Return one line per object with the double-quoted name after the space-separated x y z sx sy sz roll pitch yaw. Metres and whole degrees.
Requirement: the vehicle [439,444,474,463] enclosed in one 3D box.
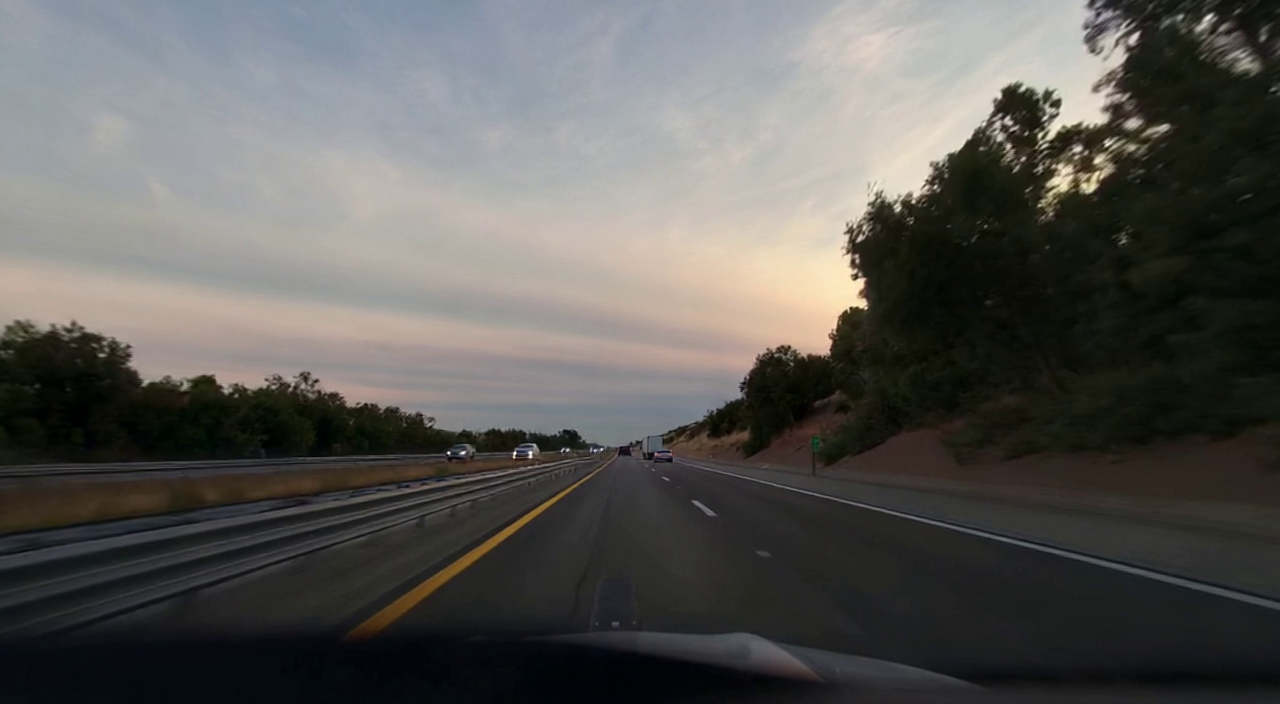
-14.405 8.000 49.578 1.752 1.472 3.546 0 -9 -1 "vehicle"
